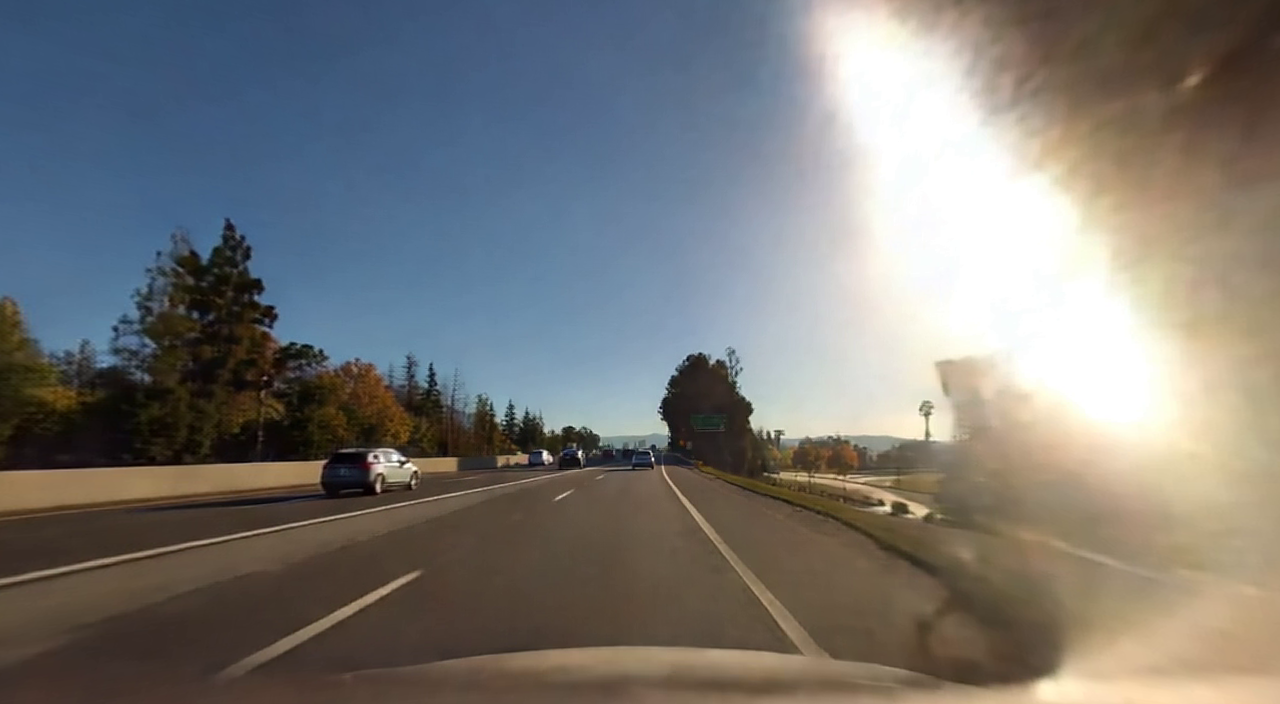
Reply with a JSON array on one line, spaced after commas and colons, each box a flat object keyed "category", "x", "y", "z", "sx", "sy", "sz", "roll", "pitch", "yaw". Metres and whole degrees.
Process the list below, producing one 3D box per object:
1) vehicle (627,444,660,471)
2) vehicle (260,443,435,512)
[{"category": "vehicle", "x": 0.266, "y": 7.344, "z": 44.022, "sx": 2.179, "sy": 1.742, "sz": 4.396, "roll": 0, "pitch": -9, "yaw": 2}, {"category": "vehicle", "x": -7.578, "y": 3.284, "z": 17.101, "sx": 2.102, "sy": 1.562, "sz": 4.884, "roll": -1, "pitch": -9, "yaw": 5}]
